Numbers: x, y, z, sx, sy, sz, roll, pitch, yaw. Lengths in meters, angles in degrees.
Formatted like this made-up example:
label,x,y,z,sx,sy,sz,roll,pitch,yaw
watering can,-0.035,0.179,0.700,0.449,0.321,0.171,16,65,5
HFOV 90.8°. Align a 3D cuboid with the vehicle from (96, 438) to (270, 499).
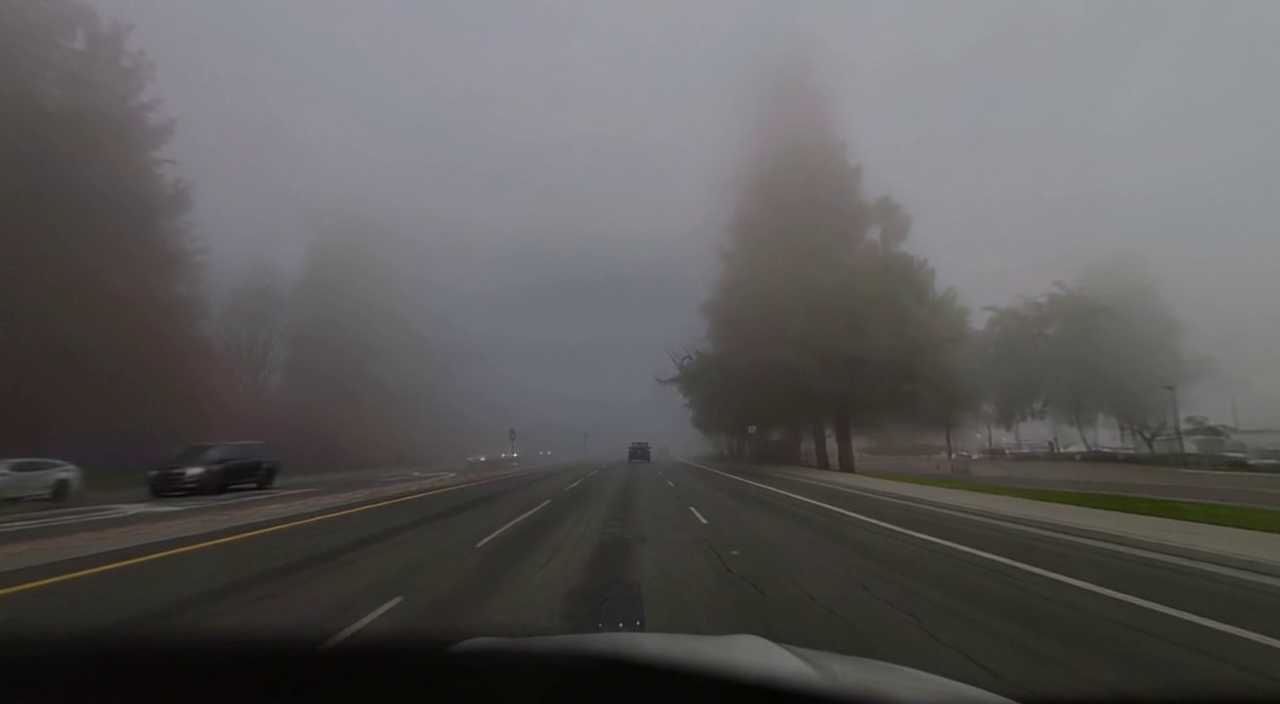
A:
label,x,y,z,sx,sy,sz,roll,pitch,yaw
vehicle,-14.911,3.806,21.086,2.083,1.795,4.880,0,-9,0
